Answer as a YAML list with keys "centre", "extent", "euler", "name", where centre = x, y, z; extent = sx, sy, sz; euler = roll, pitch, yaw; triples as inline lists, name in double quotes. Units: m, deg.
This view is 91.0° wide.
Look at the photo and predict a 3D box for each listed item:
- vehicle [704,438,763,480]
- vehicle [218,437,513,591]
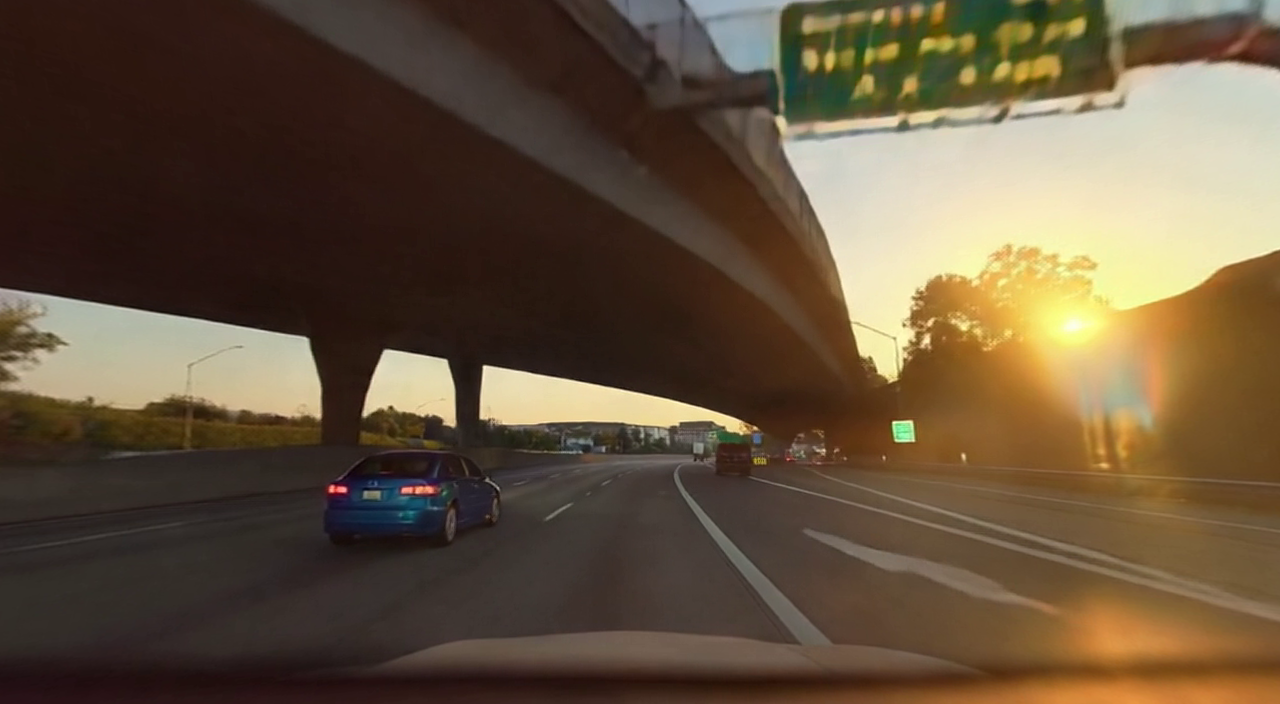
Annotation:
- centre: [4.395, 5.124, 30.424]
  extent: [2.225, 1.833, 4.340]
  euler: [0, -9, 1]
  name: "vehicle"
- centre: [-3.155, 1.941, 8.452]
  extent: [1.937, 1.490, 4.372]
  euler: [0, -9, 1]
  name: "vehicle"
